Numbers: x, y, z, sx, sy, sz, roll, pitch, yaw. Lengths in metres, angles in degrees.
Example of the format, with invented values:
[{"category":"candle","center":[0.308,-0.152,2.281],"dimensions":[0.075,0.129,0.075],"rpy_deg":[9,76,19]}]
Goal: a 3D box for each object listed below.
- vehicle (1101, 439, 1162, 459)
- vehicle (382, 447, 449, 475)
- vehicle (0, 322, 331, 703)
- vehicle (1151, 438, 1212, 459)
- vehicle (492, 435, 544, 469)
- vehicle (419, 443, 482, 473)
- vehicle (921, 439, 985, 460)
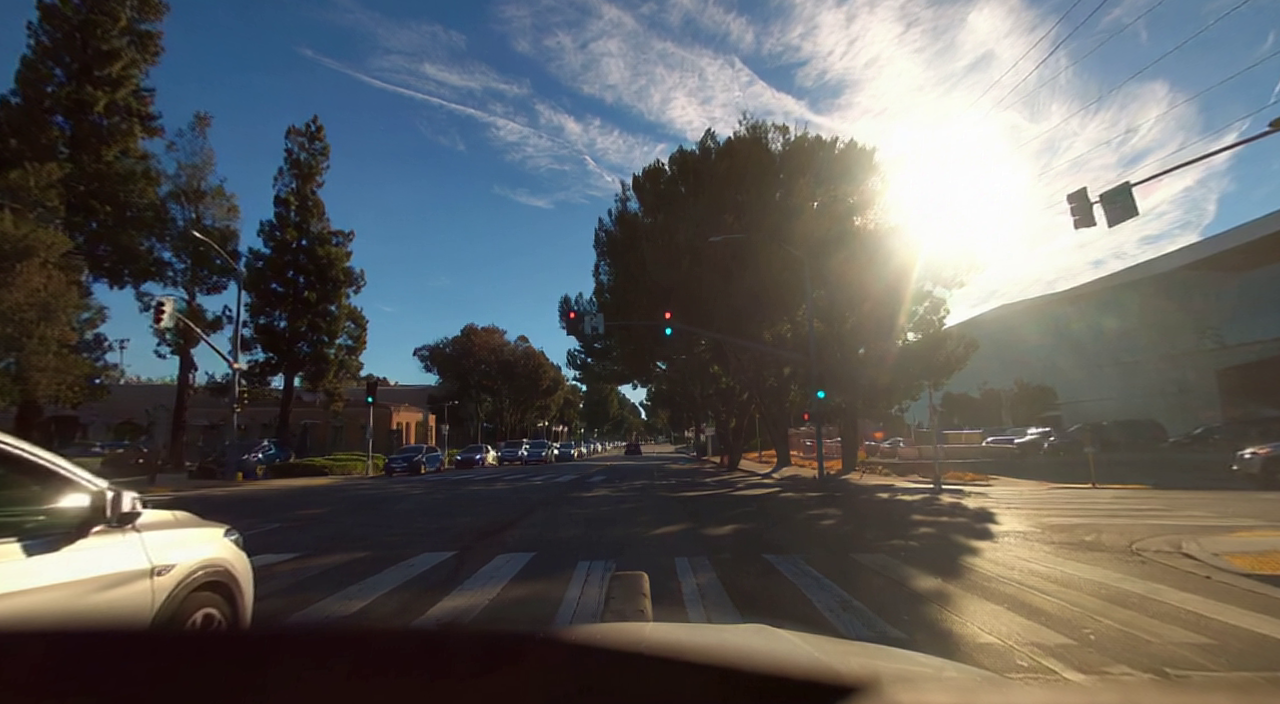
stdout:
[{"category":"vehicle","center":[38.494,7.588,49.484],"dimensions":[1.837,1.514,4.786],"rpy_deg":[-2,-9,13]},{"category":"vehicle","center":[-13.003,6.329,36.850],"dimensions":[2.011,1.480,4.747],"rpy_deg":[0,-8,3]},{"category":"vehicle","center":[-3.492,0.841,2.803],"dimensions":[2.000,1.789,4.638],"rpy_deg":[0,-8,-2]},{"category":"vehicle","center":[41.098,7.335,47.919],"dimensions":[1.767,1.456,4.191],"rpy_deg":[-4,-10,15]},{"category":"vehicle","center":[-7.166,5.915,37.468],"dimensions":[2.081,1.818,4.782],"rpy_deg":[0,-8,1]},{"category":"vehicle","center":[-10.633,5.974,35.700],"dimensions":[2.041,1.548,4.868],"rpy_deg":[0,-8,0]},{"category":"vehicle","center":[21.502,6.695,43.346],"dimensions":[3.576,1.425,1.702],"rpy_deg":[2,-9,-12]}]
